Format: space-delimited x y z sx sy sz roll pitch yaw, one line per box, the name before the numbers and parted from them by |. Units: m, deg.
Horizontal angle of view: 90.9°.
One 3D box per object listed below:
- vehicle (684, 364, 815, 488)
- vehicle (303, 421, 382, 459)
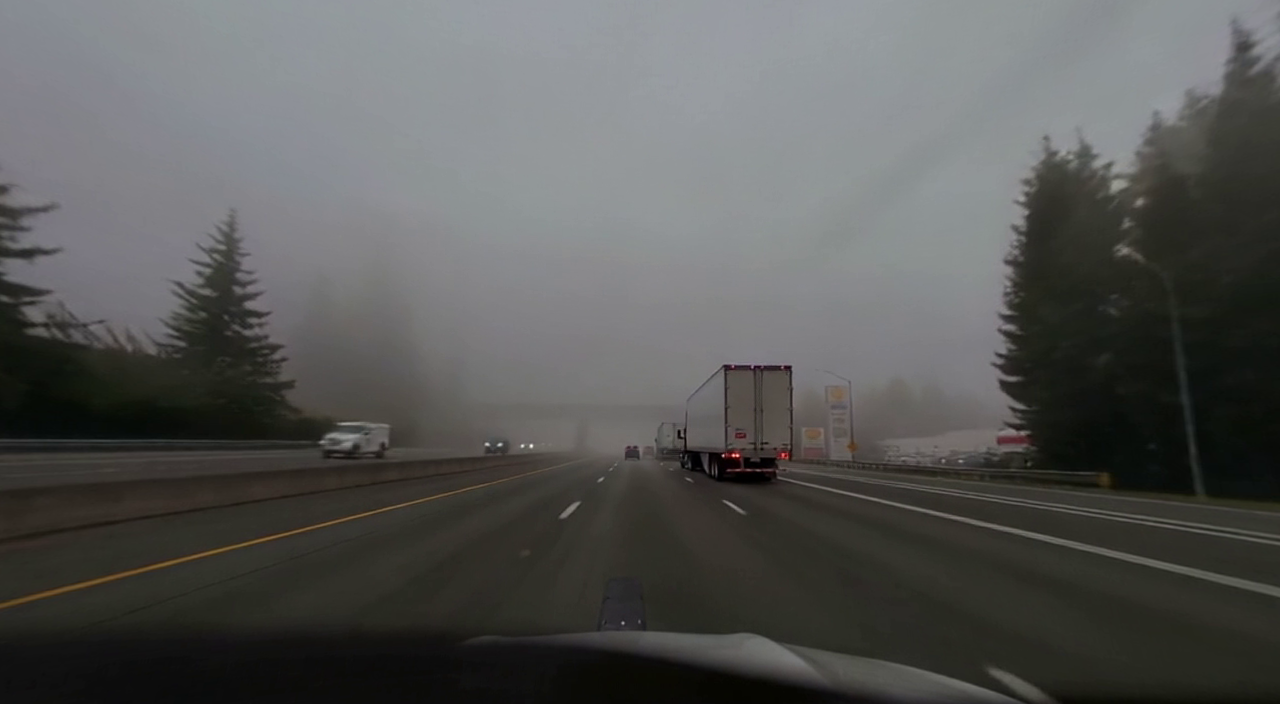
vehicle | 4.009 3.429 27.339 2.922 3.987 14.038 0 -9 -1
vehicle | -15.847 4.764 33.864 1.970 1.864 4.662 0 -9 -1
